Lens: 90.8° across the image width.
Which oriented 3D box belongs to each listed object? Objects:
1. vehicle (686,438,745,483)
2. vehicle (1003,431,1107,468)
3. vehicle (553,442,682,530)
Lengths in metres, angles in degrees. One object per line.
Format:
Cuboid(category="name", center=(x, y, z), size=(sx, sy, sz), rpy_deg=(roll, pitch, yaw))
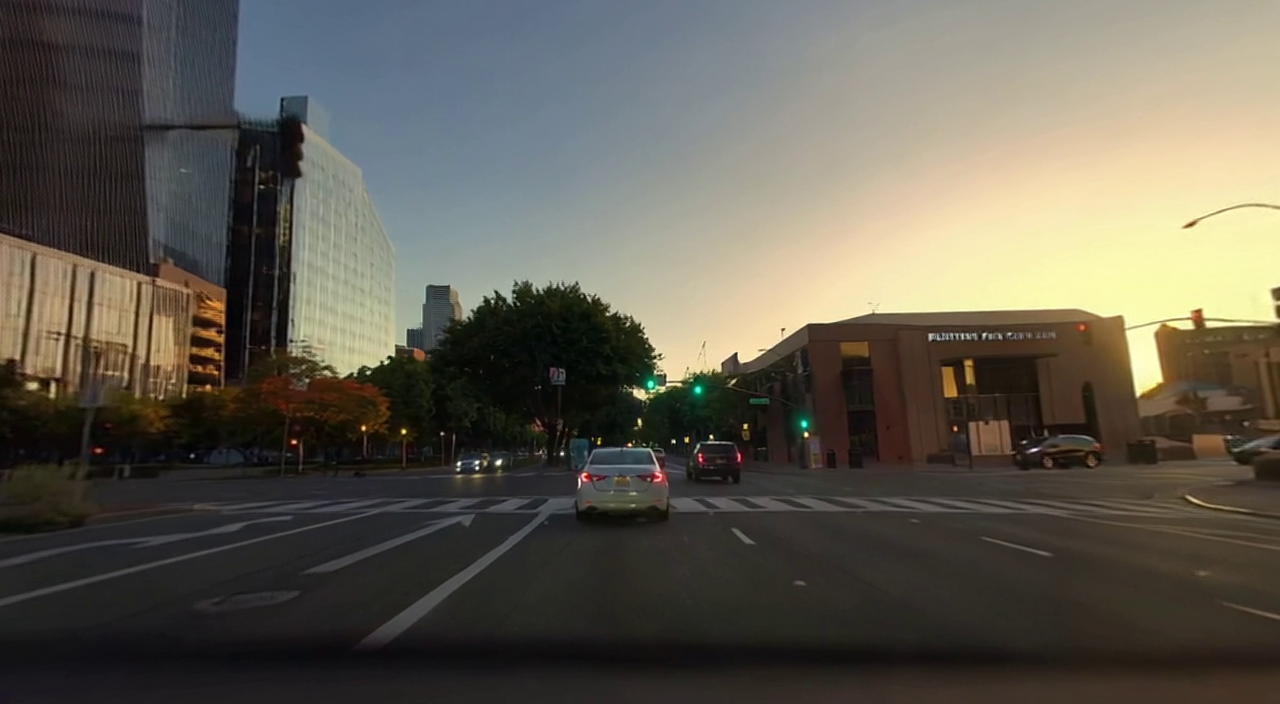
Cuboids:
Cuboid(category="vehicle", center=(3.274, 4.777, 28.152), size=(2.078, 1.799, 4.089), rpy_deg=(1, -8, -1))
Cuboid(category="vehicle", center=(24.019, 5.682, 36.688), size=(4.384, 2.000, 2.345), rpy_deg=(1, -10, -4))
Cuboid(category="vehicle", center=(-0.419, 2.539, 12.616), size=(2.144, 1.398, 3.963), rpy_deg=(1, -8, -1))
